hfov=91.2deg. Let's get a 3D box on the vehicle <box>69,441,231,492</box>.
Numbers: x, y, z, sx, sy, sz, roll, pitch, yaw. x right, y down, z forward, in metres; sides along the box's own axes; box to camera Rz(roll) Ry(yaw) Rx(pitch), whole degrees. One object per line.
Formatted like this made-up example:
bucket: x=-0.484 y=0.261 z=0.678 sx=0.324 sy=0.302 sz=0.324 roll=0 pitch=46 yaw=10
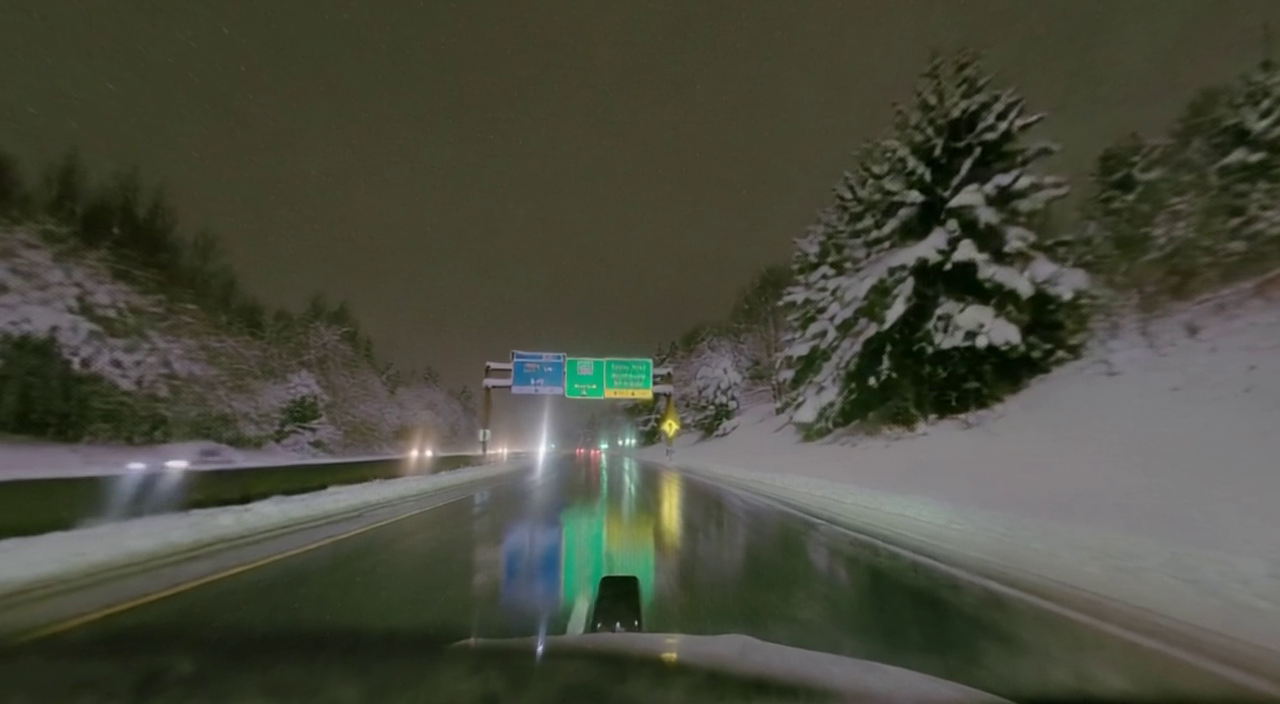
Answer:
vehicle: x=-15.797 y=3.696 z=20.577 sx=1.821 sy=1.465 sz=4.446 roll=0 pitch=-9 yaw=-2
